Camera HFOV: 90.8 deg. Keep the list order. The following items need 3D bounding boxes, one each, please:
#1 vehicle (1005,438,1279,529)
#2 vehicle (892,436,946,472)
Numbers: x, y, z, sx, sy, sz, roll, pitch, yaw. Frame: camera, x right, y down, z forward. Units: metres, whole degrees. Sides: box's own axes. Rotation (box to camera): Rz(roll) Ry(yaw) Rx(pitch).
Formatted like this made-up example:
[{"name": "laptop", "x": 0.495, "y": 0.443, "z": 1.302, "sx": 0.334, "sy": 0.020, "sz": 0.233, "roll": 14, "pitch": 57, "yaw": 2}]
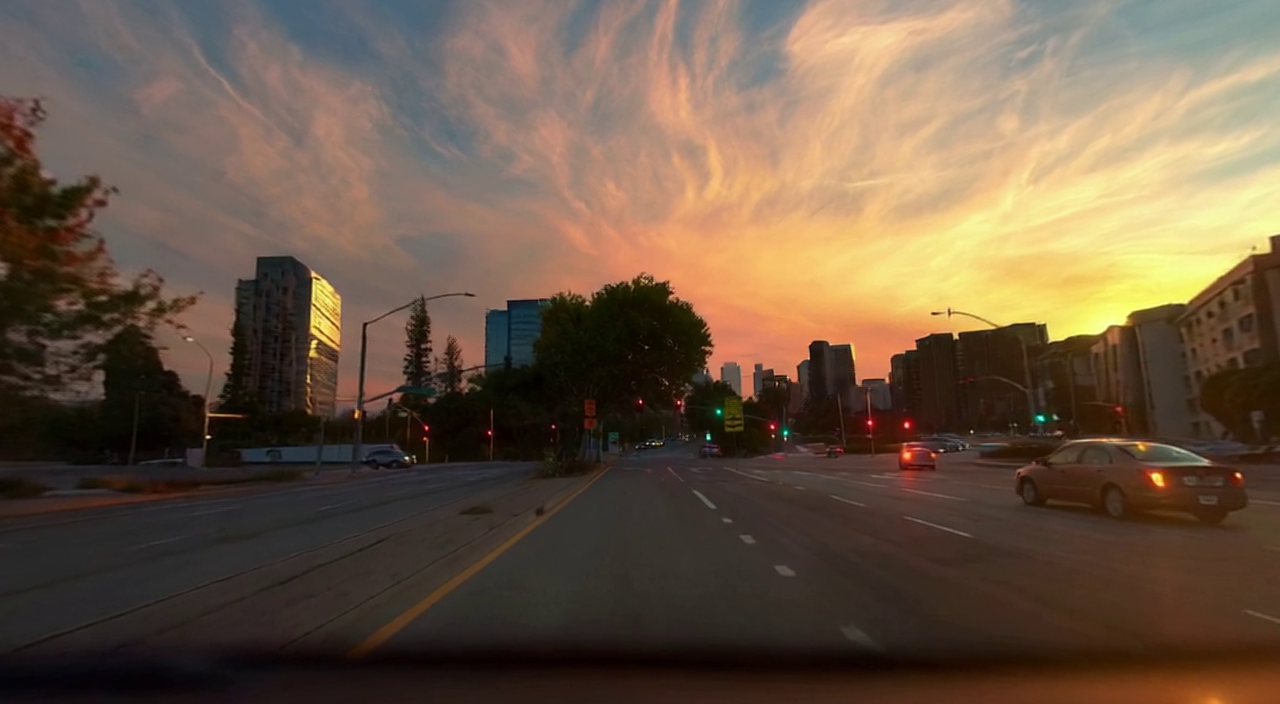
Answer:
[{"name": "vehicle", "x": 9.747, "y": 2.524, "z": 12.849, "sx": 1.933, "sy": 1.500, "sz": 4.458, "roll": 0, "pitch": -8, "yaw": -1}, {"name": "vehicle", "x": 15.325, "y": 5.621, "z": 34.954, "sx": 1.951, "sy": 1.843, "sz": 4.335, "roll": -2, "pitch": -9, "yaw": 14}]
